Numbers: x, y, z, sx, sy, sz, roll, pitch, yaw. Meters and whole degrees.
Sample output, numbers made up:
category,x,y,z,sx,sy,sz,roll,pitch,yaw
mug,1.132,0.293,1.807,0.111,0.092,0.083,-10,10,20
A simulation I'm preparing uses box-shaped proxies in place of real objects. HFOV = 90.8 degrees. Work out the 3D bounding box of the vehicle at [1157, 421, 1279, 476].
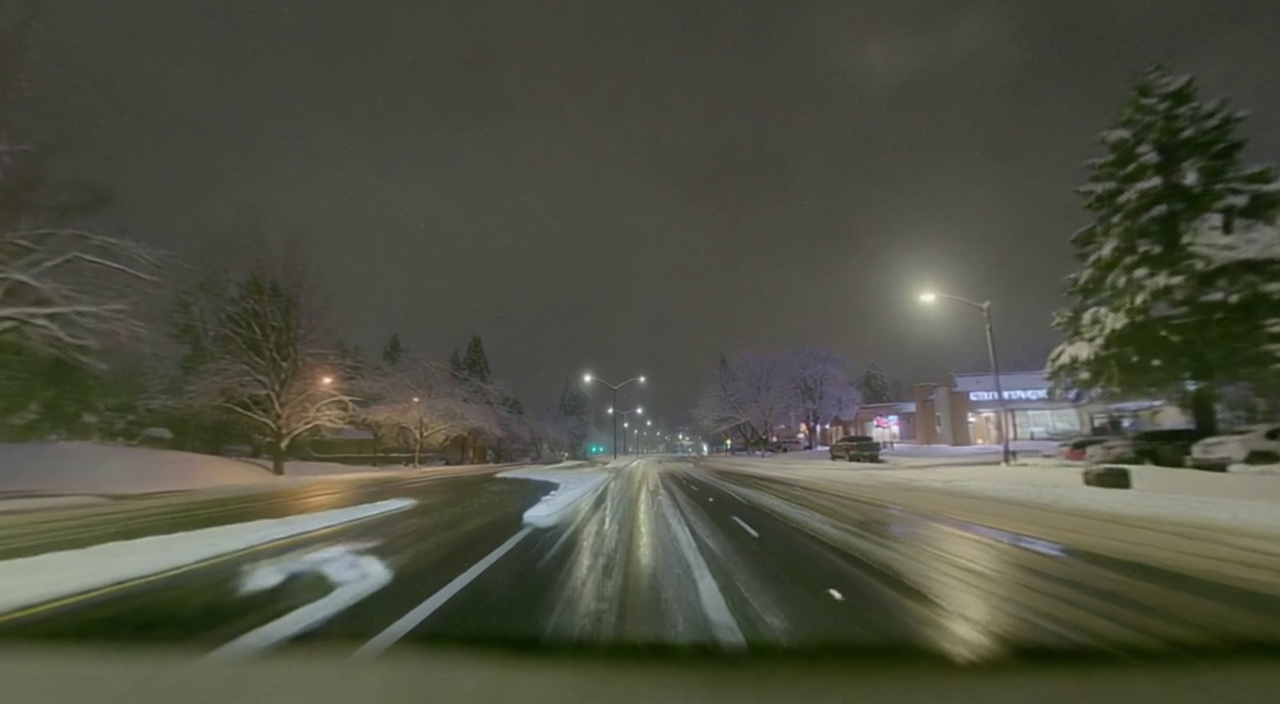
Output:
category,x,y,z,sx,sy,sz,roll,pitch,yaw
vehicle,19.870,3.128,20.525,4.145,1.675,2.206,0,-9,-1

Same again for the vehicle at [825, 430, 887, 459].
category,x,y,z,sx,sy,sz,roll,pitch,yaw
vehicle,15.088,6.507,44.468,2.195,1.926,5.466,0,-9,-3
